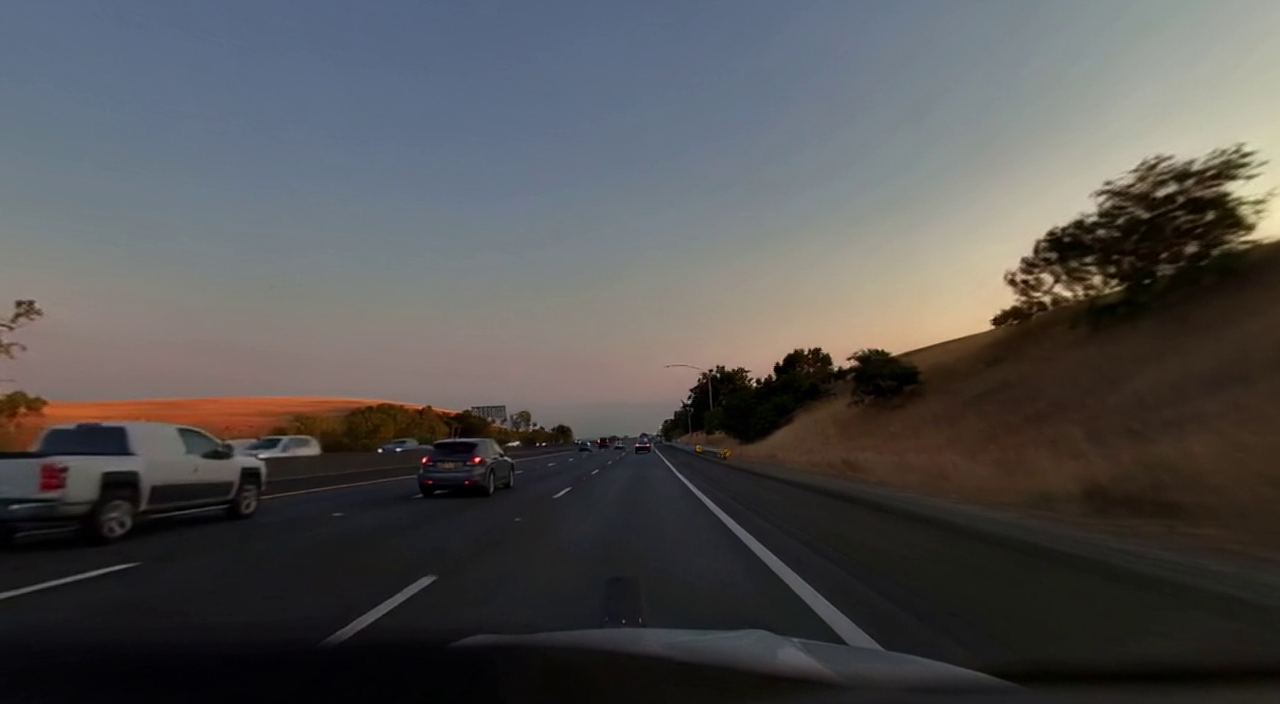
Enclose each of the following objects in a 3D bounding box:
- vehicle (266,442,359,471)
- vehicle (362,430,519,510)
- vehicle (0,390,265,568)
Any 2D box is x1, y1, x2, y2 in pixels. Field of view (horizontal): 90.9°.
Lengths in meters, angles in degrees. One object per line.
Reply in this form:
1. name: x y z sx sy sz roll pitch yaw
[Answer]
1. vehicle: -17.735 5.660 34.543 2.103 1.432 5.605 0 -8 0
2. vehicle: -4.408 2.682 14.884 2.071 1.556 4.729 0 -8 1
3. vehicle: -7.834 1.675 8.885 2.116 1.869 4.725 0 -8 0
